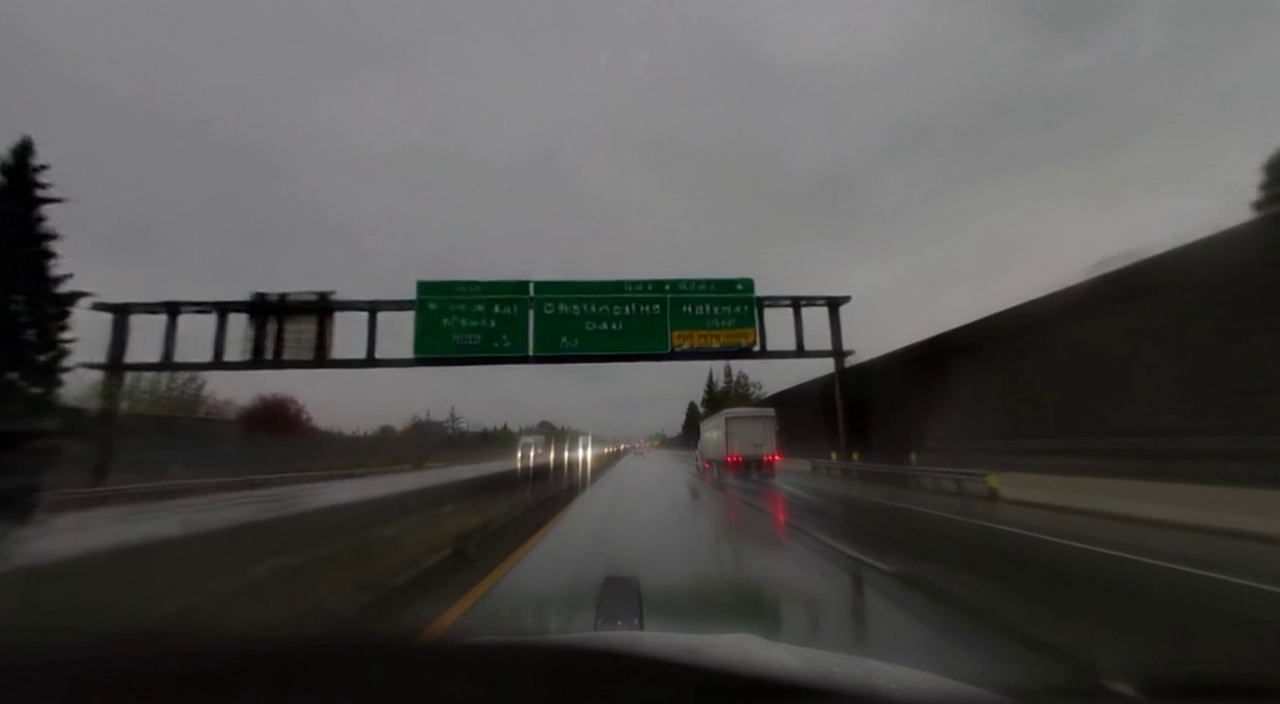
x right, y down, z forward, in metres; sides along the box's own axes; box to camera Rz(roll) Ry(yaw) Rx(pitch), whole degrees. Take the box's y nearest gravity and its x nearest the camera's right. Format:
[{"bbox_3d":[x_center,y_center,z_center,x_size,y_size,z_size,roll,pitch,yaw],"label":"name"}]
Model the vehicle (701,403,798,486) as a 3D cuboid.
[{"bbox_3d":[4.042,3.668,24.827,2.449,2.805,6.763,0,-9,-1],"label":"vehicle"}]
